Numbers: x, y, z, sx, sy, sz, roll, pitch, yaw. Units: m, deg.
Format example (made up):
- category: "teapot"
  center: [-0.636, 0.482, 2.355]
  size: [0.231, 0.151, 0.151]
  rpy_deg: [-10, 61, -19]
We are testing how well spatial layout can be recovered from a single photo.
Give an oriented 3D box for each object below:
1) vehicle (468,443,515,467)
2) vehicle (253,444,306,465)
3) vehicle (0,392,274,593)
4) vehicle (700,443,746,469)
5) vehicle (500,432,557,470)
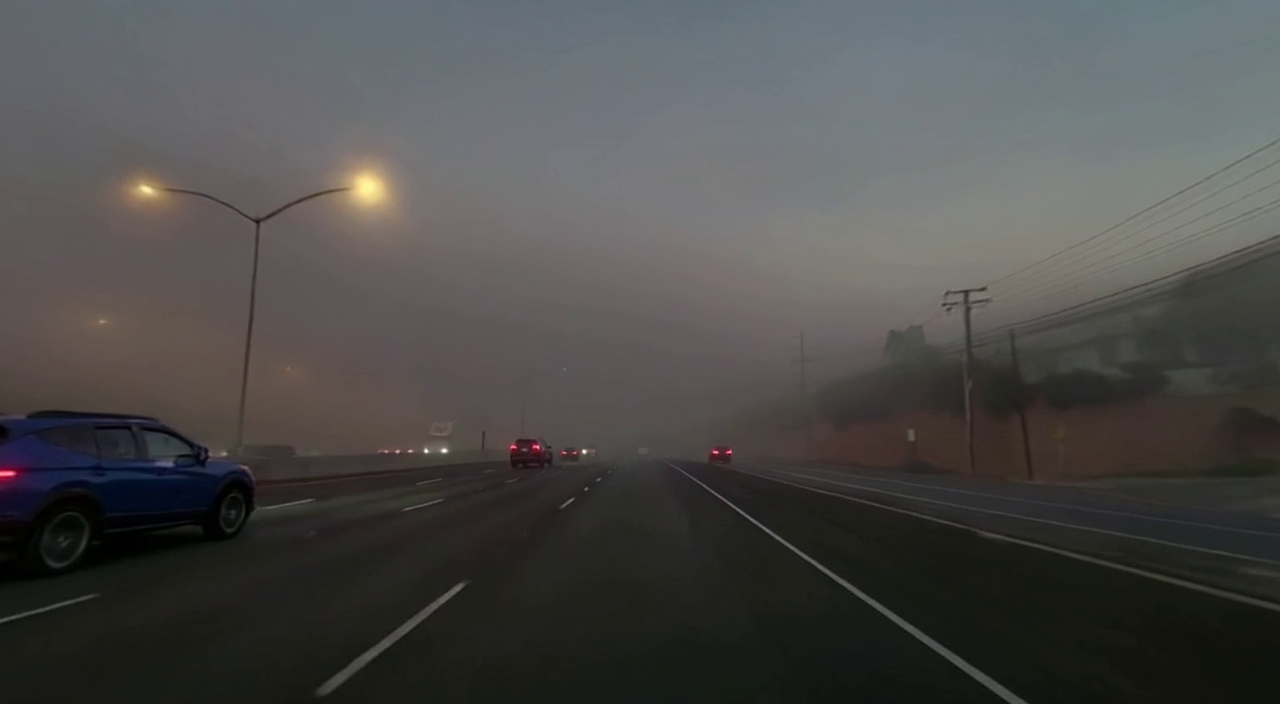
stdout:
- category: "vehicle"
  center: [-9.837, 6.828, 42.043]
  size: [2.042, 1.485, 4.395]
  rpy_deg: [0, -9, 1]
- category: "vehicle"
  center: [-25.745, 7.303, 45.073]
  size: [1.568, 1.433, 3.591]
  rpy_deg: [1, -9, 1]
- category: "vehicle"
  center: [-6.484, 1.434, 6.957]
  size: [2.058, 1.698, 4.567]
  rpy_deg: [0, -9, 1]
- category: "vehicle"
  center: [5.219, 6.599, 40.270]
  size: [2.251, 1.520, 4.550]
  rpy_deg: [1, -9, -1]
- category: "vehicle"
  center: [-6.119, 5.535, 35.237]
  size: [2.255, 1.934, 4.868]
  rpy_deg: [0, -9, 0]
